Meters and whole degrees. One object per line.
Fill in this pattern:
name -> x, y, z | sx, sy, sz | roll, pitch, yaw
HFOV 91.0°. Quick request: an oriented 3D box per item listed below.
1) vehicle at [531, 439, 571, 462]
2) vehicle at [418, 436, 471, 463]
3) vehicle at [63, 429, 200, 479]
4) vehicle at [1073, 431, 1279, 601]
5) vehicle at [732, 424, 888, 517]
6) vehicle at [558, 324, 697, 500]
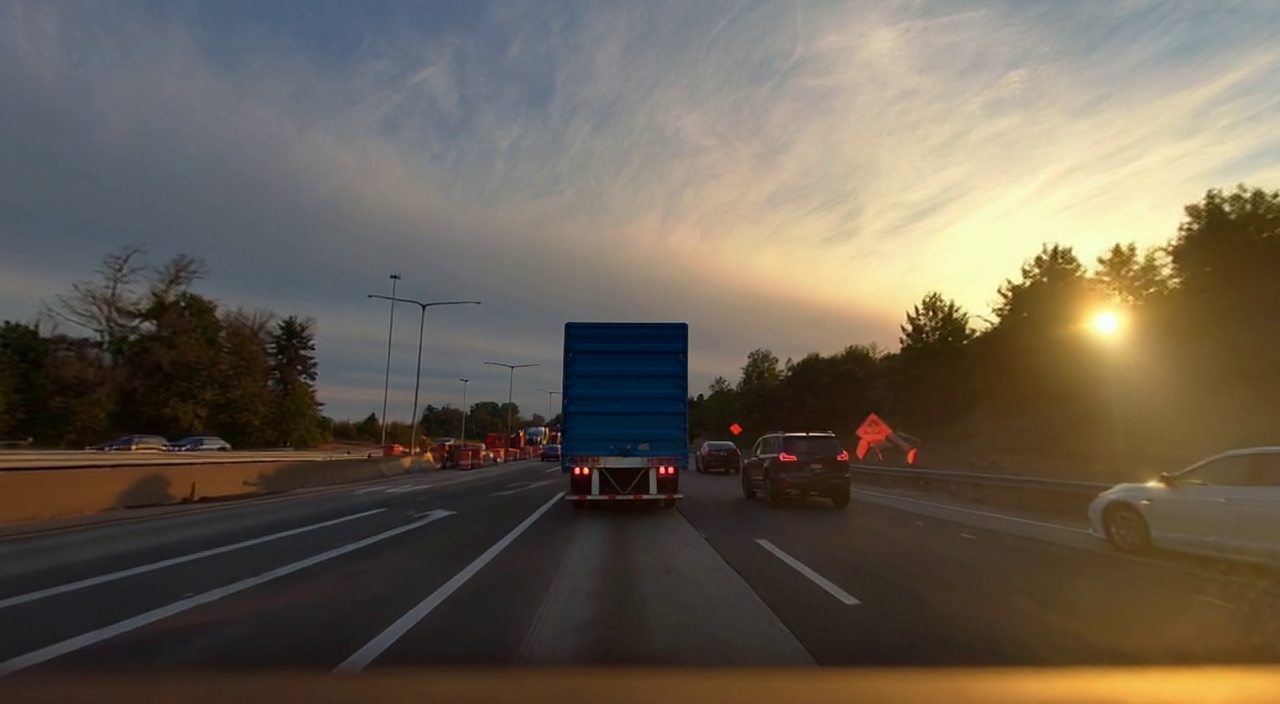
vehicle -> -6.003, 6.693, 42.935 | 2.014, 1.477, 4.595 | 0, -9, 1
vehicle -> -14.147, 7.076, 45.899 | 2.054, 1.708, 4.663 | 2, -8, 4
vehicle -> -21.529, 4.301, 26.727 | 4.632, 1.852, 2.033 | 0, -8, 16
vehicle -> 7.248, 1.605, 6.177 | 2.070, 1.632, 4.774 | 2, -9, -10
vehicle -> 3.479, 2.531, 13.849 | 2.103, 1.713, 4.173 | 1, -9, -3
vehicle -> -0.443, 2.085, 19.221 | 3.067, 3.940, 10.154 | 1, -9, -2
